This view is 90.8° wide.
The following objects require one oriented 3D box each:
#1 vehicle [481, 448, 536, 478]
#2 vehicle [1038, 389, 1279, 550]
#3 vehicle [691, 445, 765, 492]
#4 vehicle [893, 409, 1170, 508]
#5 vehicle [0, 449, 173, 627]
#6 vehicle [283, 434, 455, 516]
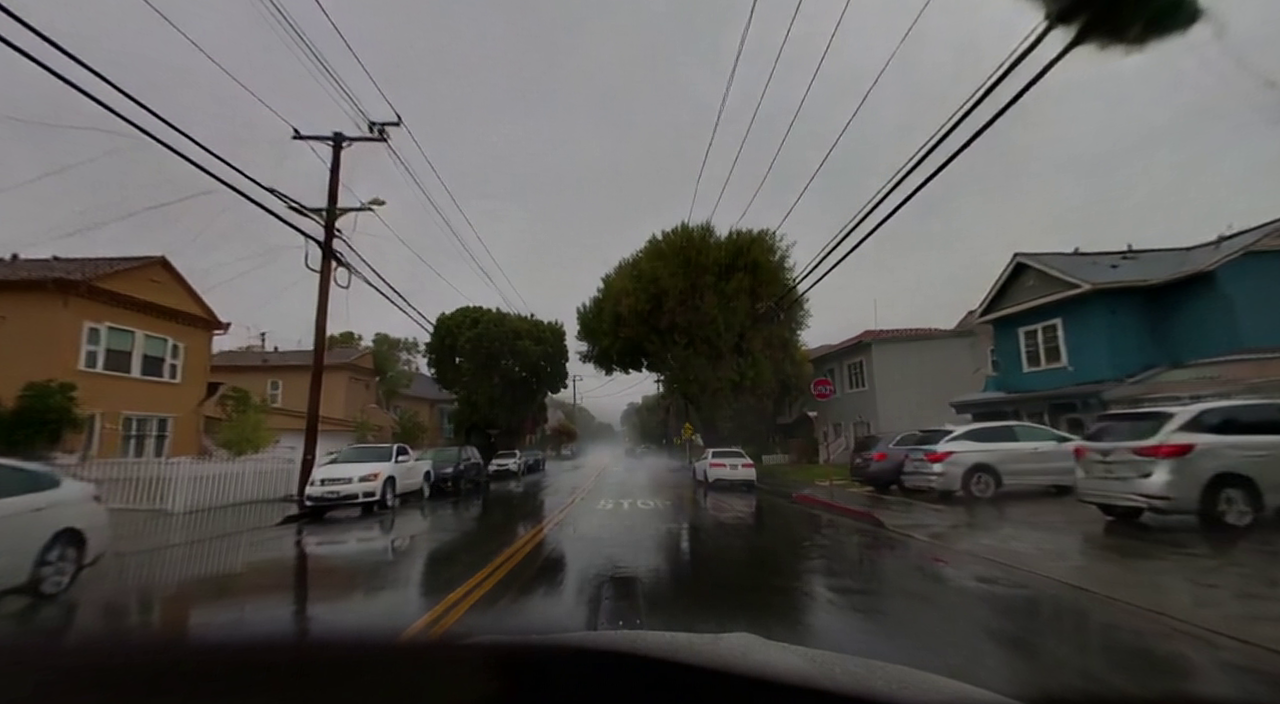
[{"bbox_3d":[-7.097,6.006,34.459,2.056,1.481,4.451,0,-9,0],"label":"vehicle"},{"bbox_3d":[8.476,1.516,8.767,4.411,1.845,2.049,-2,-9,-3],"label":"vehicle"},{"bbox_3d":[3.160,4.296,23.823,1.963,1.536,5.446,0,-9,-1],"label":"vehicle"},{"bbox_3d":[8.294,2.285,13.753,4.507,1.939,2.304,1,-9,-5],"label":"vehicle"},{"bbox_3d":[-6.515,1.513,4.947,2.211,1.469,4.380,-1,-9,3],"label":"vehicle"},{"bbox_3d":[-6.698,3.094,16.497,2.136,1.757,5.365,0,-9,0],"label":"vehicle"}]
